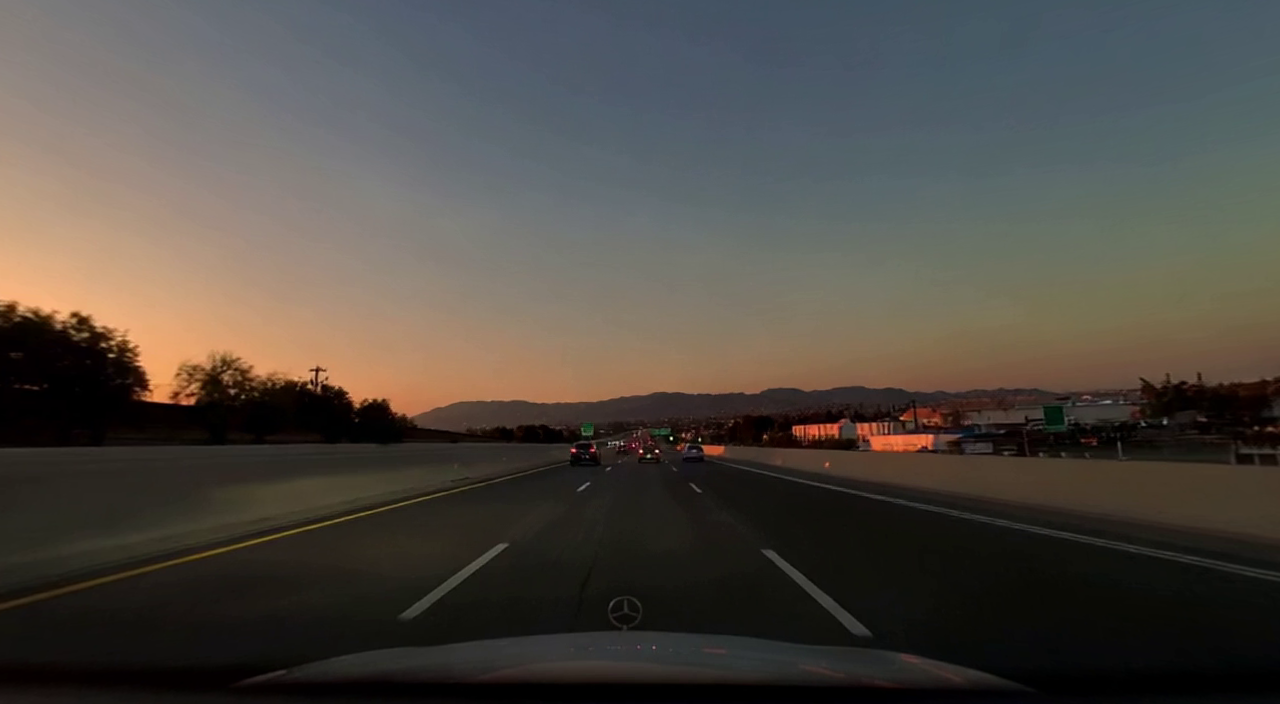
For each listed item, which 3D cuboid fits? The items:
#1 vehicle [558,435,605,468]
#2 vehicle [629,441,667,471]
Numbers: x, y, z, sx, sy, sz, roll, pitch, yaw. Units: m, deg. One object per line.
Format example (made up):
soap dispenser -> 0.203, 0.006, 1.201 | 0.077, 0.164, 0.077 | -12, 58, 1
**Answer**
vehicle -> -3.704, 6.457, 41.116 | 2.403, 1.946, 5.623 | 0, -8, 1
vehicle -> 0.409, 5.726, 34.994 | 2.000, 1.558, 3.945 | 0, -8, 0
